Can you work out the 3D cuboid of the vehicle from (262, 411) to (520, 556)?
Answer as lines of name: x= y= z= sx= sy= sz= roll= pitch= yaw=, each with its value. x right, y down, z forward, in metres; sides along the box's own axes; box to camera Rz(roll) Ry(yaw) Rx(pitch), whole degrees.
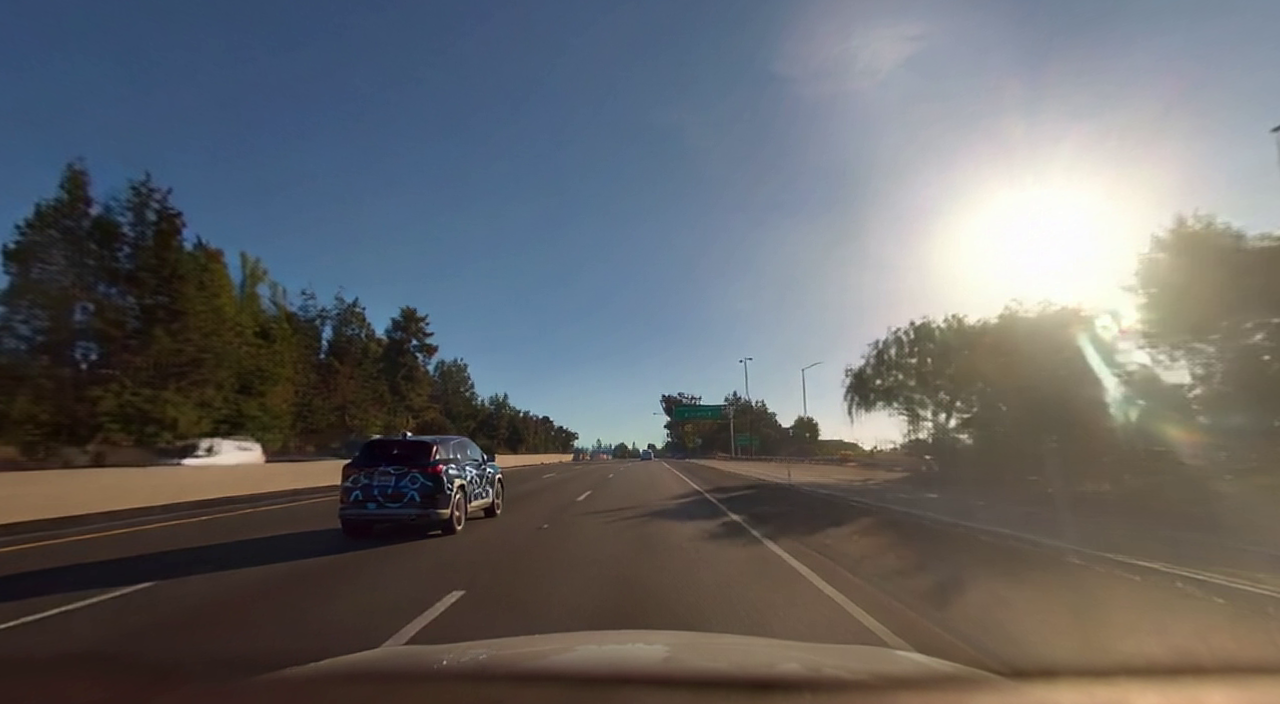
vehicle: x=-3.594 y=2.003 z=10.355 sx=2.183 sy=1.803 sz=4.685 roll=0 pitch=-8 yaw=2
